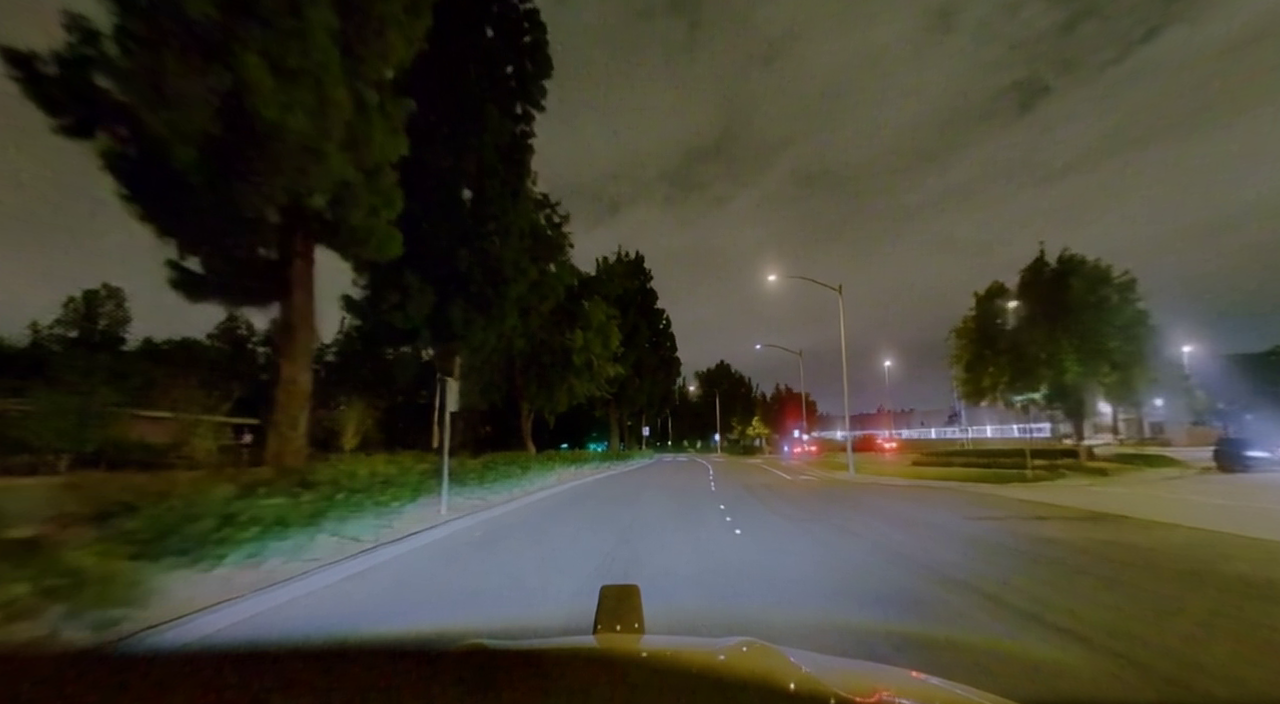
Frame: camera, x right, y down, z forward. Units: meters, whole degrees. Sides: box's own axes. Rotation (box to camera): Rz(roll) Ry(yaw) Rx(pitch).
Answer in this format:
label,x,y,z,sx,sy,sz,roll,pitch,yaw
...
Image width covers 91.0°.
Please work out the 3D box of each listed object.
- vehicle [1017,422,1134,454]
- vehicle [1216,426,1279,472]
label,x,y,z,sx,sy,sz,roll,pitch,yaw
vehicle,32.842,6.589,47.740,2.569,2.236,6.684,6,-11,-35
vehicle,22.716,3.522,22.837,4.456,1.489,1.963,8,-11,-40
